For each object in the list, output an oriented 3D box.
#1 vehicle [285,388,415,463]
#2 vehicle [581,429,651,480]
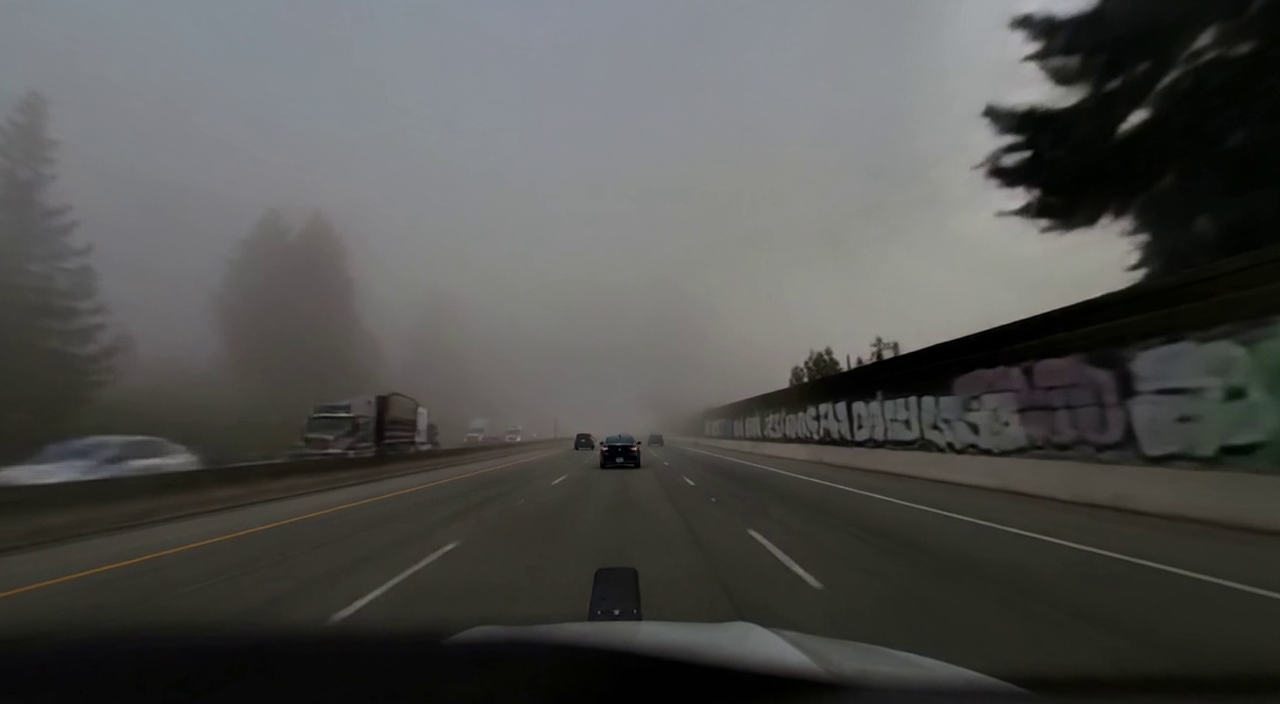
[{"bbox_3d":[-17.411,4.667,39.082,2.968,3.967,11.156,0,-8,-1],"label":"vehicle"},{"bbox_3d":[-0.716,3.223,20.145,2.044,1.477,3.693,0,-8,-1],"label":"vehicle"}]
